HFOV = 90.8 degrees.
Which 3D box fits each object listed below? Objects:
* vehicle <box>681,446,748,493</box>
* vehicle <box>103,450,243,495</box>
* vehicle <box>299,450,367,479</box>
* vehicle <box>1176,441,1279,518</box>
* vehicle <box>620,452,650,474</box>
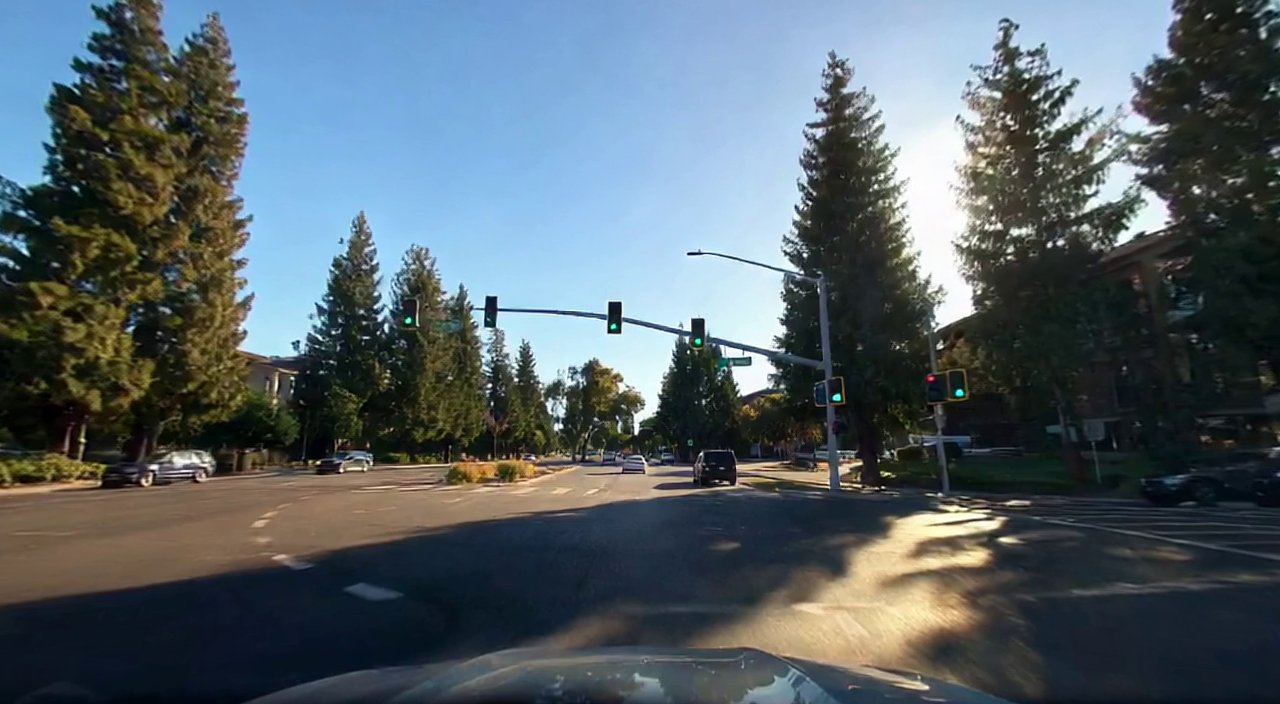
[{"bbox_3d":[3.034,4.877,26.692,2.181,1.781,4.257,0,-9,-1],"label":"vehicle"},{"bbox_3d":[-22.995,5.914,31.554,2.598,1.924,5.802,-1,-8,0],"label":"vehicle"},{"bbox_3d":[-19.411,7.128,40.192,2.048,1.686,4.427,0,-9,0],"label":"vehicle"},{"bbox_3d":[15.179,2.840,14.334,4.096,1.605,2.072,0,-9,0],"label":"vehicle"},{"bbox_3d":[-0.378,8.020,45.717,2.039,1.455,3.826,0,-8,-1],"label":"vehicle"}]
